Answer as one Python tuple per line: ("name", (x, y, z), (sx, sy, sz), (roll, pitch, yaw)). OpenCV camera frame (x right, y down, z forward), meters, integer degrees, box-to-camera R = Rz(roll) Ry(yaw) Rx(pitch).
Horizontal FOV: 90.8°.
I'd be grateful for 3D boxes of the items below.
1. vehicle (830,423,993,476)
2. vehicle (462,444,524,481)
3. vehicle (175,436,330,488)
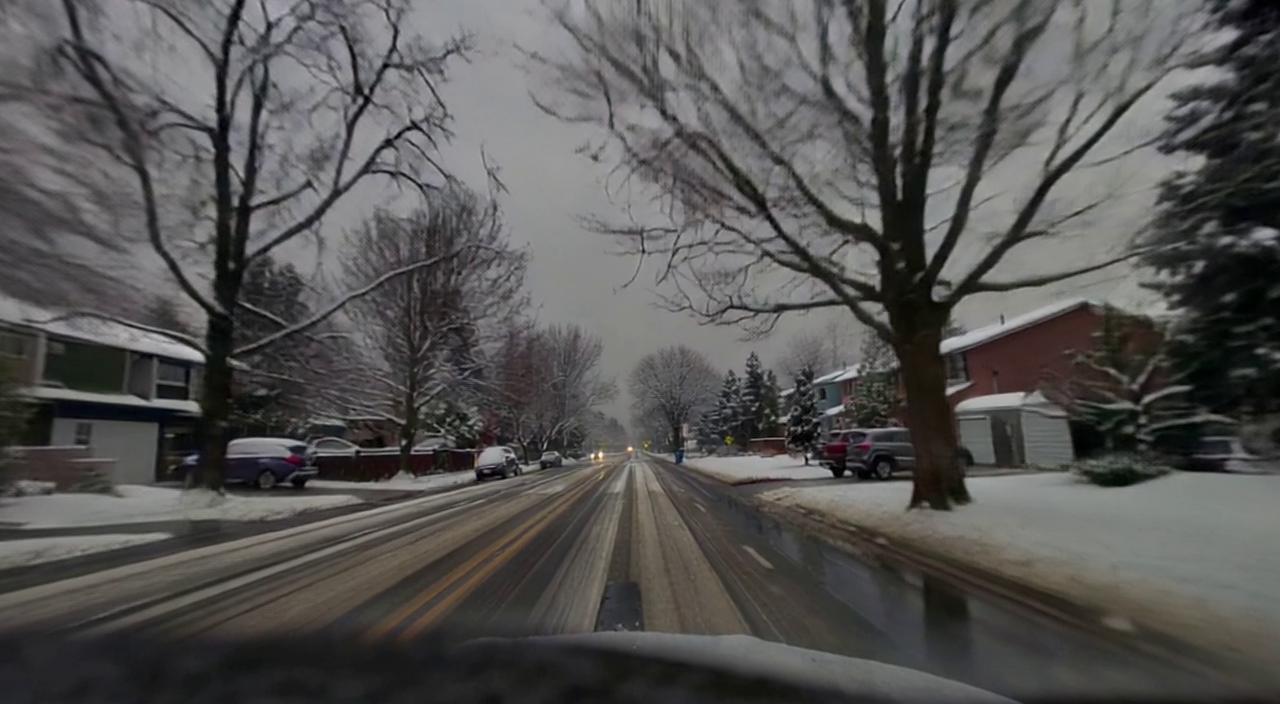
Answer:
("vehicle", (8.996, 3.272, 21.238), (4.535, 1.697, 1.968), (0, -9, -1))
("vehicle", (-7.869, 5.939, 34.368), (2.122, 1.739, 4.770), (-4, -8, 0))
("vehicle", (-14.628, 4.152, 24.029), (4.602, 1.847, 1.976), (-1, -9, 4))
